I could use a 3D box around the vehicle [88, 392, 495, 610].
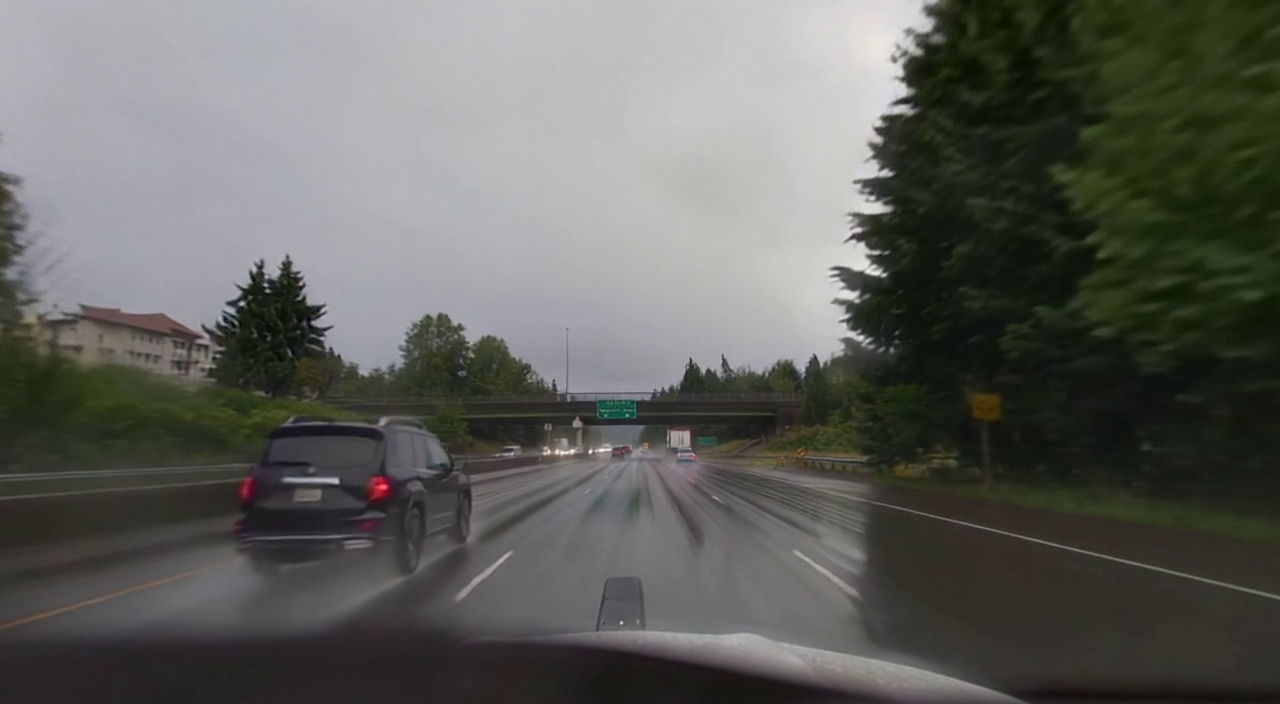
[{"bbox_3d":[-3.408,1.576,7.541,2.238,1.792,4.518,0,-9,0],"label":"vehicle"}]
